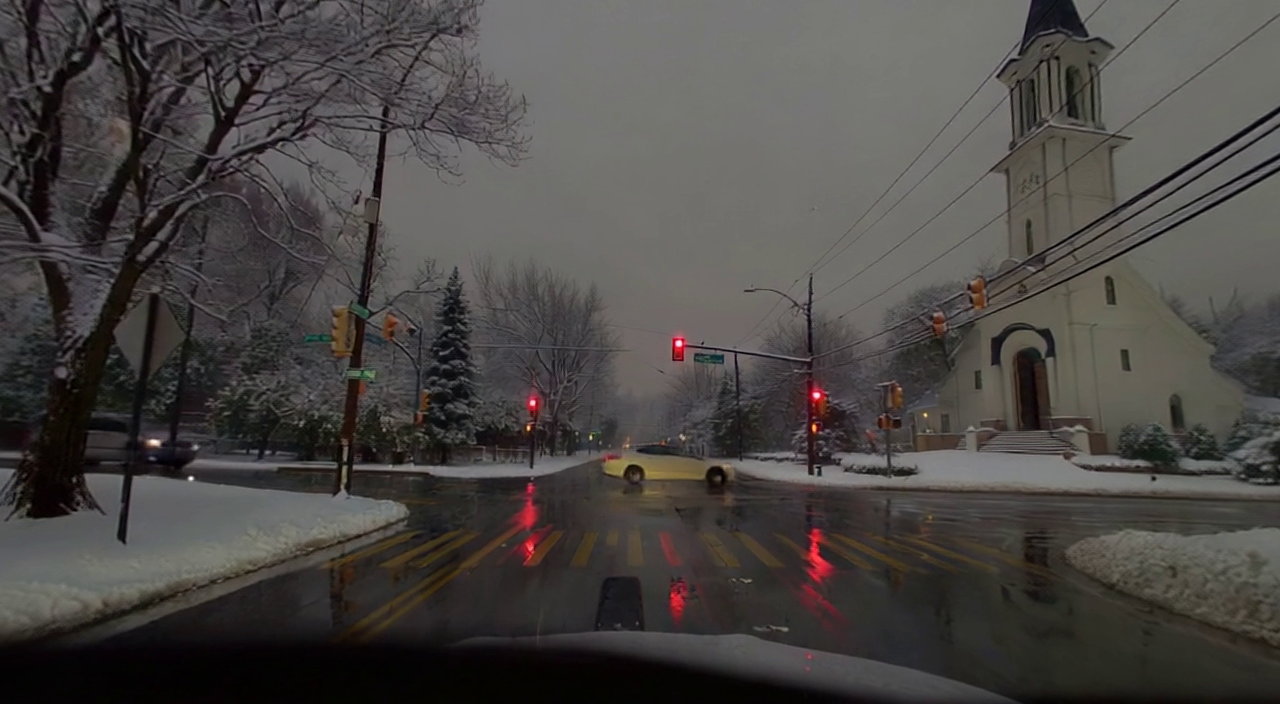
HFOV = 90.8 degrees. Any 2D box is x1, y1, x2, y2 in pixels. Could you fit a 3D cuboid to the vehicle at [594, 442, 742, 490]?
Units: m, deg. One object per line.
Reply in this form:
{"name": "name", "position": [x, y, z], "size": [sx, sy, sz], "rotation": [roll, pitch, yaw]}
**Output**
{"name": "vehicle", "position": [0.933, 3.783, 21.240], "size": [4.718, 1.497, 2.032], "rotation": [0, -9, 4]}

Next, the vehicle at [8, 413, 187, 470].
{"name": "vehicle", "position": [-19.022, 3.154, 22.315], "size": [4.372, 1.892, 2.002], "rotation": [0, -9, 0]}
